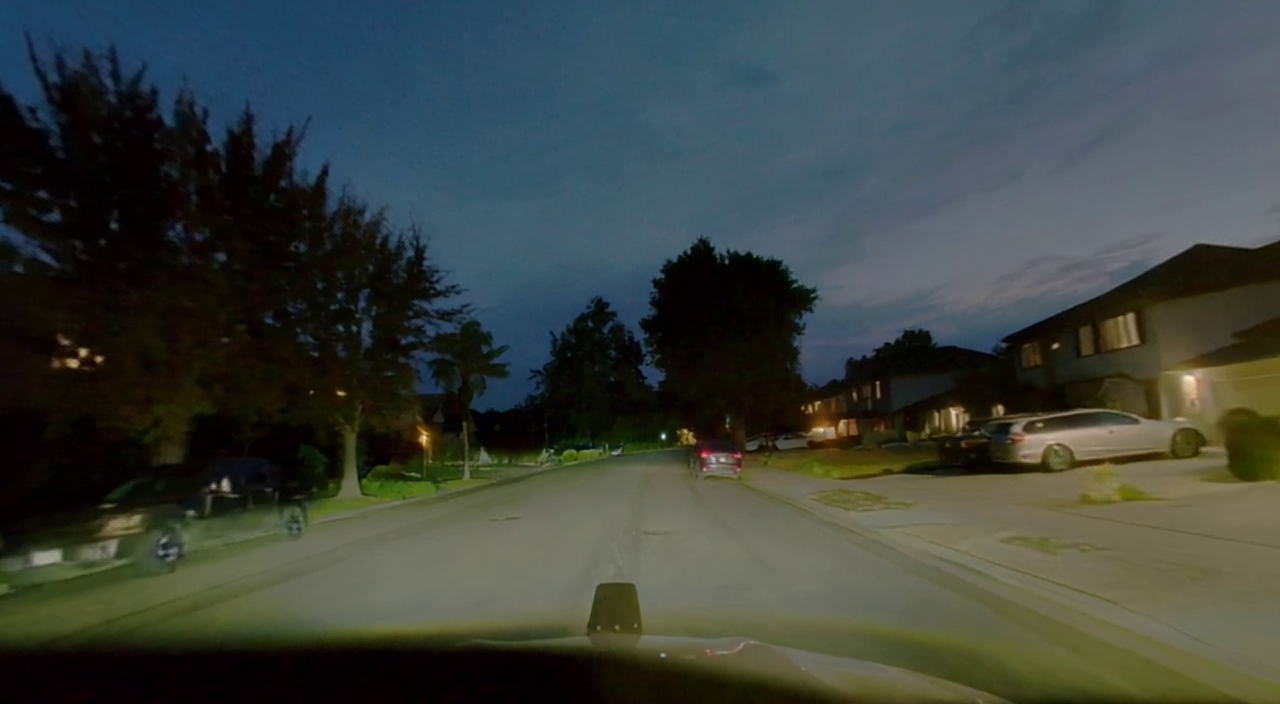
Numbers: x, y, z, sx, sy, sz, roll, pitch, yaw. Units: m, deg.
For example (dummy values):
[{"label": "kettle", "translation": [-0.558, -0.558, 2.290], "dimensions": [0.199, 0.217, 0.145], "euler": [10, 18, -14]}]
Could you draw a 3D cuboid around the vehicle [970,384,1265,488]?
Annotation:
[{"label": "vehicle", "translation": [11.115, 2.018, 15.018], "dimensions": [5.097, 1.824, 2.113], "euler": [-5, -9, 1]}]

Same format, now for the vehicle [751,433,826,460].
[{"label": "vehicle", "translation": [10.416, 6.659, 44.304], "dimensions": [4.710, 1.512, 1.894], "euler": [-5, -9, 1]}]

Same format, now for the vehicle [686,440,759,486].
[{"label": "vehicle", "translation": [2.832, 3.915, 22.533], "dimensions": [2.006, 1.494, 4.211], "euler": [0, -8, 0]}]

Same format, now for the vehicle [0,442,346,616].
[{"label": "vehicle", "translation": [-6.013, 2.016, 8.292], "dimensions": [1.995, 1.608, 4.596], "euler": [0, -8, 1]}]
